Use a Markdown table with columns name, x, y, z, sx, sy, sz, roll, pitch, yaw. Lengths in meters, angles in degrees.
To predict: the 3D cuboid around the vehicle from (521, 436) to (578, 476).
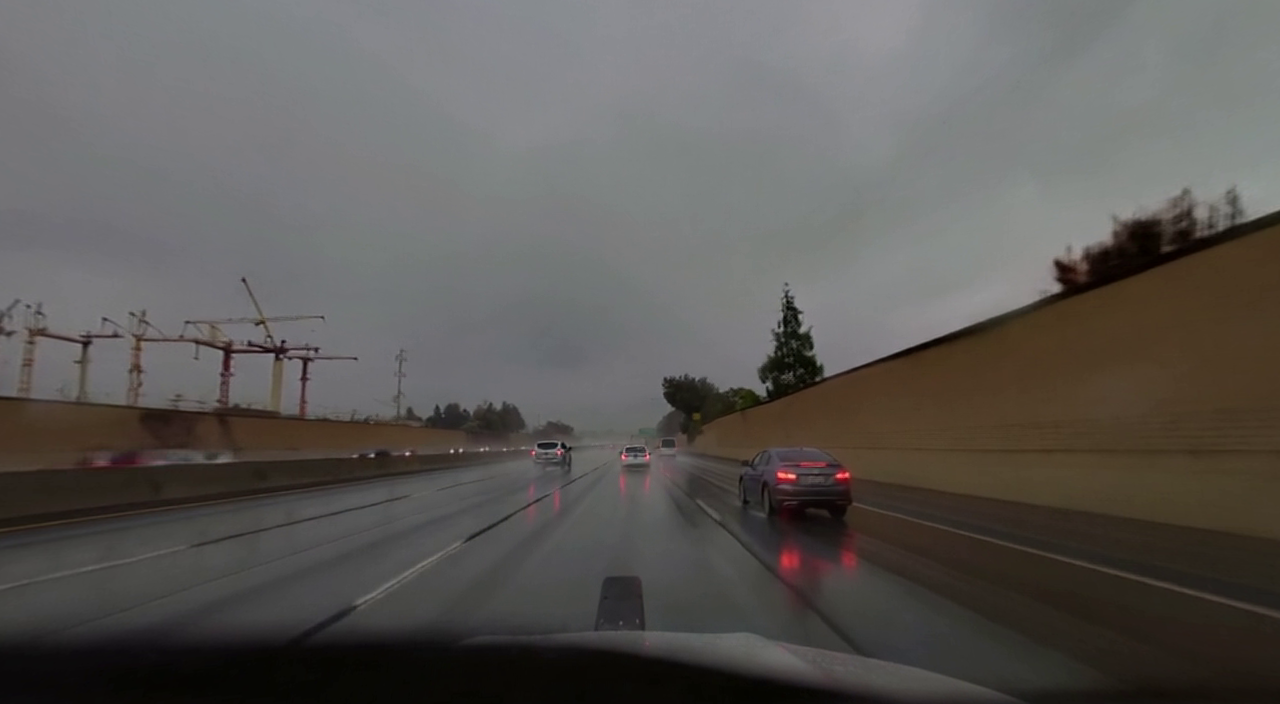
| name | x | y | z | sx | sy | sz | roll | pitch | yaw |
| --- | --- | --- | --- | --- | --- | --- | --- | --- | --- |
| vehicle | -4.365 | 5.079 | 31.068 | 2.121 | 1.775 | 4.335 | 0 | -8 | 1 |

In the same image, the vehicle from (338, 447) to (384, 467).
| name | x | y | z | sx | sy | sz | roll | pitch | yaw |
| --- | --- | --- | --- | --- | --- | --- | --- | --- | --- |
| vehicle | -22.011 | 8.244 | 49.907 | 1.751 | 1.510 | 3.999 | 0 | -8 | 1 |

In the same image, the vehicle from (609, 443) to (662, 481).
| name | x | y | z | sx | sy | sz | roll | pitch | yaw |
| --- | --- | --- | --- | --- | --- | --- | --- | --- | --- |
| vehicle | -0.223 | 4.515 | 26.278 | 2.045 | 1.452 | 4.040 | 0 | -8 | -1 |

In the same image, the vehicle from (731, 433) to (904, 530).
| name | x | y | z | sx | sy | sz | roll | pitch | yaw |
| --- | --- | --- | --- | --- | --- | --- | --- | --- | --- |
| vehicle | 3.136 | 2.385 | 12.298 | 1.917 | 1.507 | 4.540 | 0 | -8 | -2 |

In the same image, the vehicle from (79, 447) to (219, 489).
| name | x | y | z | sx | sy | sz | roll | pitch | yaw |
| --- | --- | --- | --- | --- | --- | --- | --- | --- | --- |
| vehicle | -19.029 | 4.486 | 24.807 | 1.778 | 1.466 | 4.610 | 0 | -8 | 1 |
